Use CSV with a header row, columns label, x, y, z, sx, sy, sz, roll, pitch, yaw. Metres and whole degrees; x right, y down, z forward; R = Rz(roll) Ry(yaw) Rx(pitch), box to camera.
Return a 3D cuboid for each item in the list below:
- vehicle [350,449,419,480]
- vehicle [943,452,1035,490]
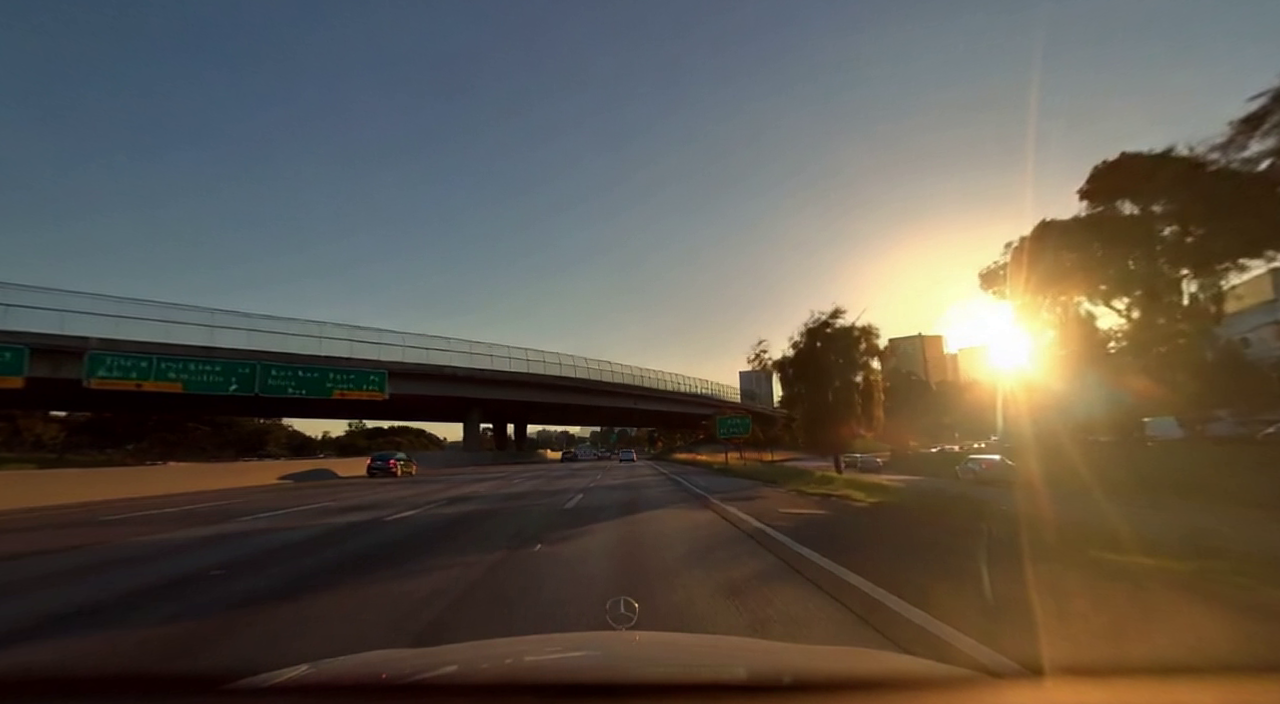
label,x,y,z,sx,sy,sz,roll,pitch,yaw
vehicle,-14.275,6.304,35.621,2.057,1.619,4.443,0,-9,0
vehicle,18.181,6.196,33.285,2.172,1.778,5.085,0,-9,4
